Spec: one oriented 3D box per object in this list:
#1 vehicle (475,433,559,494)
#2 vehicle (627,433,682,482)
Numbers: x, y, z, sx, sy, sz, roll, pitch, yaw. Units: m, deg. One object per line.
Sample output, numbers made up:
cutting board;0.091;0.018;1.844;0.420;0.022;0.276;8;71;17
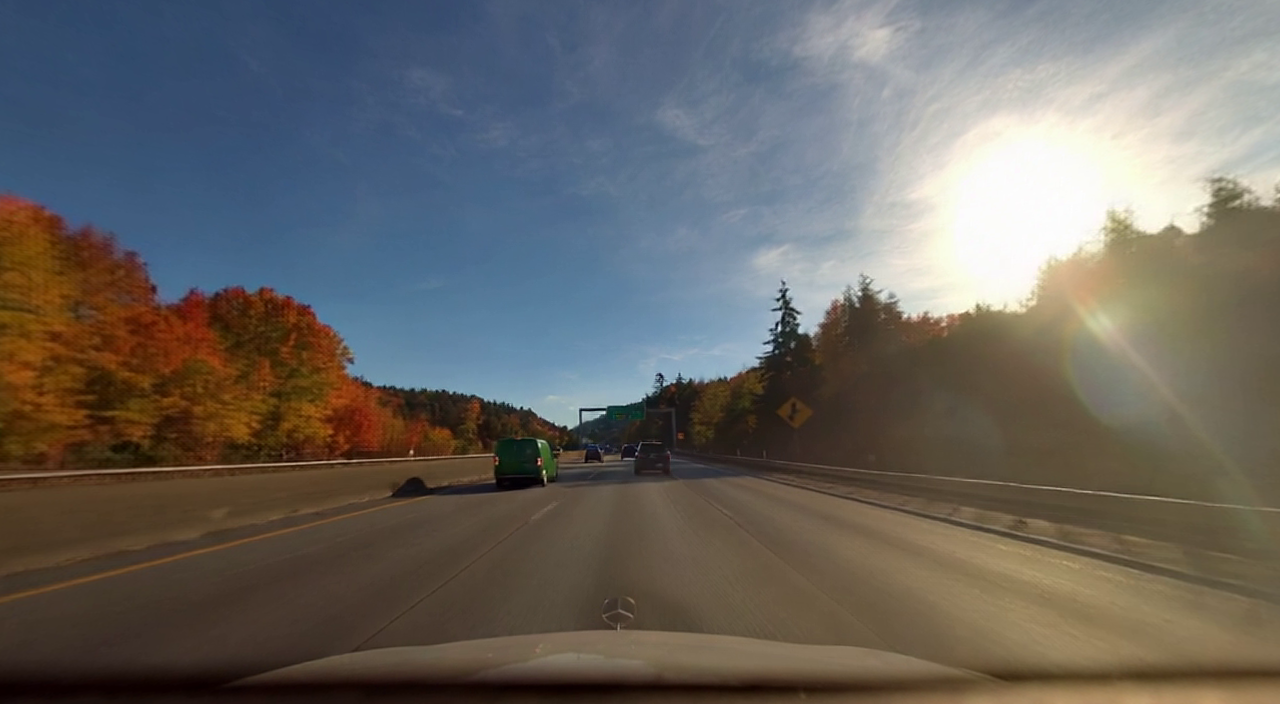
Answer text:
vehicle;-3.952;3.671;20.889;2.021;1.790;3.907;0;-9;0
vehicle;0.534;4.614;27.589;2.179;1.930;4.538;0;-9;-2
